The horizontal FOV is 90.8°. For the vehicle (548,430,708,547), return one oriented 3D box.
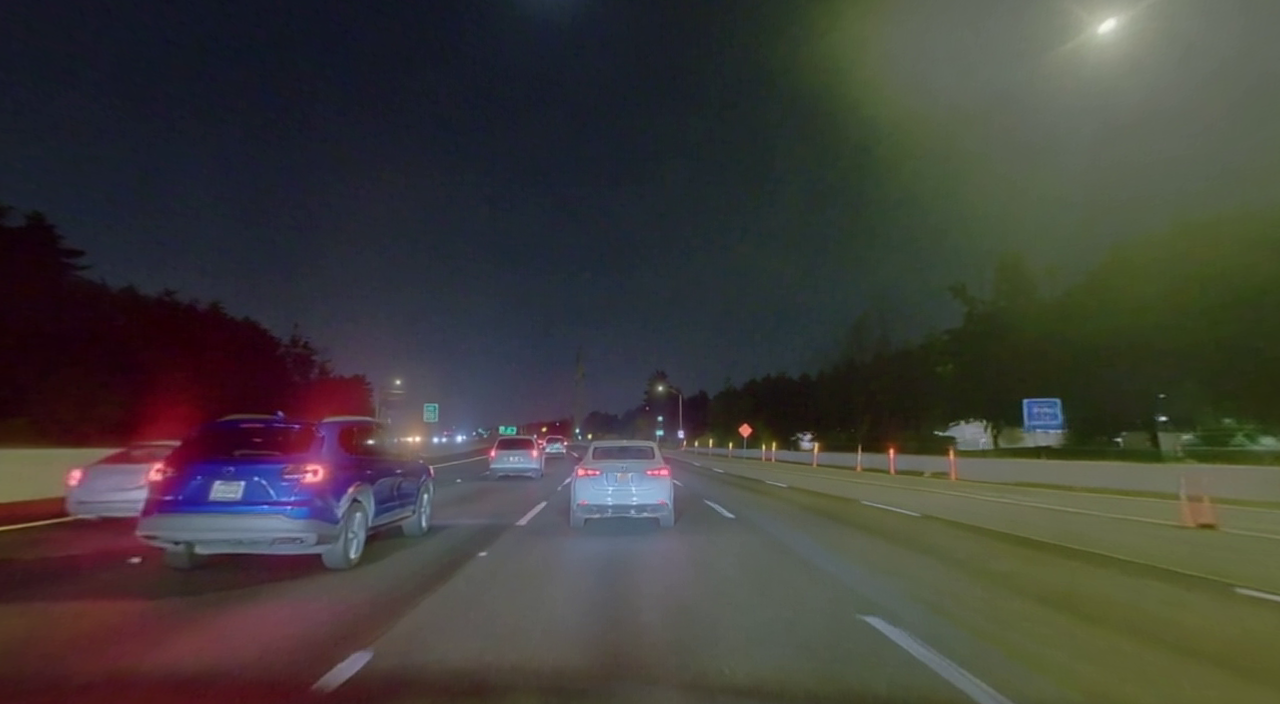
[{"bbox_3d":[-0.217,2.067,10.219,2.069,1.484,3.982,0,-9,-2],"label":"vehicle"}]

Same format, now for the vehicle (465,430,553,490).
[{"bbox_3d":[-4.061,3.418,20.258,1.982,1.727,4.057,0,-9,-1],"label":"vehicle"}]

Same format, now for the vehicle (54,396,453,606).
[{"bbox_3d":[-3.785,1.520,7.293,2.025,1.708,4.089,0,-9,-1],"label":"vehicle"}]
